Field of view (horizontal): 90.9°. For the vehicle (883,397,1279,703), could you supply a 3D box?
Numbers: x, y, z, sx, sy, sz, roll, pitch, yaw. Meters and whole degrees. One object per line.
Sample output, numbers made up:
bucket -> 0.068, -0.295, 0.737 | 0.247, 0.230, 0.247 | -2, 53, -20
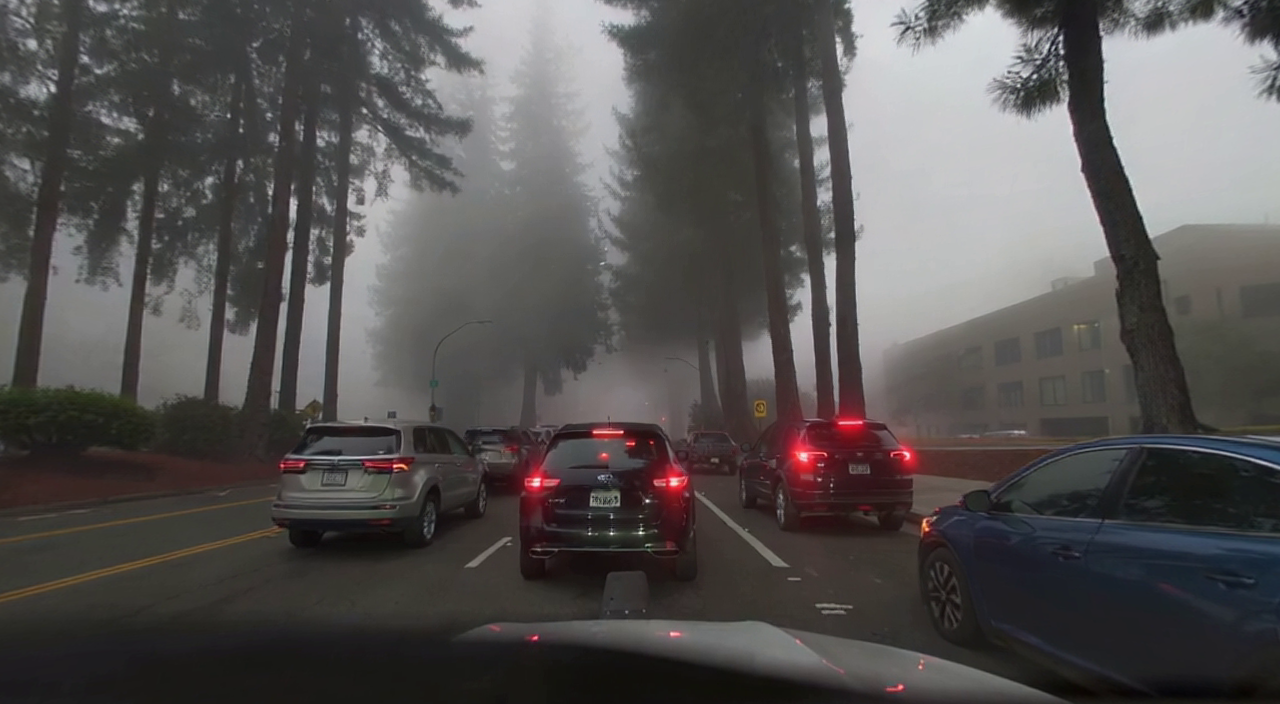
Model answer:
vehicle -> 3.235, 1.069, 3.374 | 2.045, 1.459, 4.462 | 0, -8, -1

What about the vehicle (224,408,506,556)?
vehicle -> -3.763, 1.886, 9.889 | 2.141, 1.718, 4.809 | 0, -8, 1

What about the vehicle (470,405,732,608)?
vehicle -> -0.362, 1.583, 7.420 | 2.114, 1.631, 4.459 | 0, -8, -1

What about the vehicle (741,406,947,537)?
vehicle -> 3.335, 2.080, 11.541 | 2.117, 1.879, 4.715 | 0, -8, -1
